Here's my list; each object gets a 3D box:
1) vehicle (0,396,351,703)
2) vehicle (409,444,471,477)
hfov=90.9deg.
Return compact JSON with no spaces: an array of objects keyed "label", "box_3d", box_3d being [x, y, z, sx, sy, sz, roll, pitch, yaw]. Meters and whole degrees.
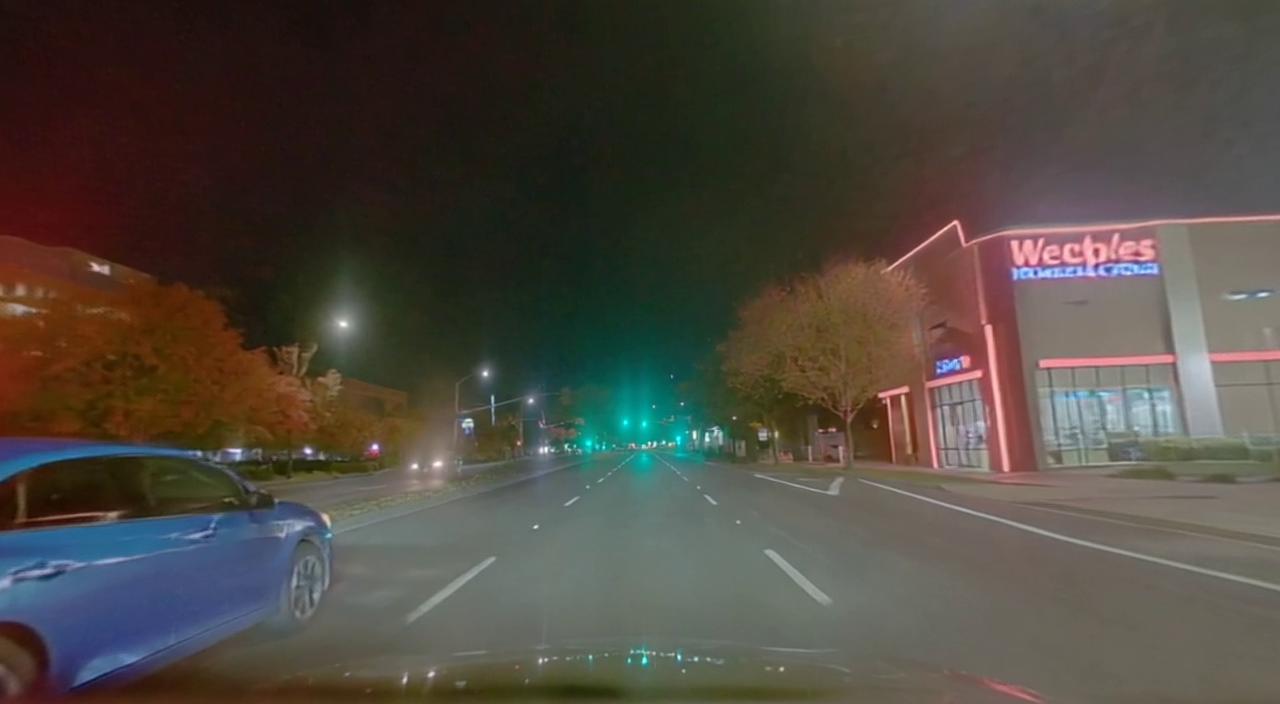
[{"label":"vehicle","box_3d":[-3.036,0.874,1.929,2.082,1.460,4.636,0,-8,0]},{"label":"vehicle","box_3d":[-11.395,6.169,36.231,2.070,1.738,4.485,-1,-8,1]}]
